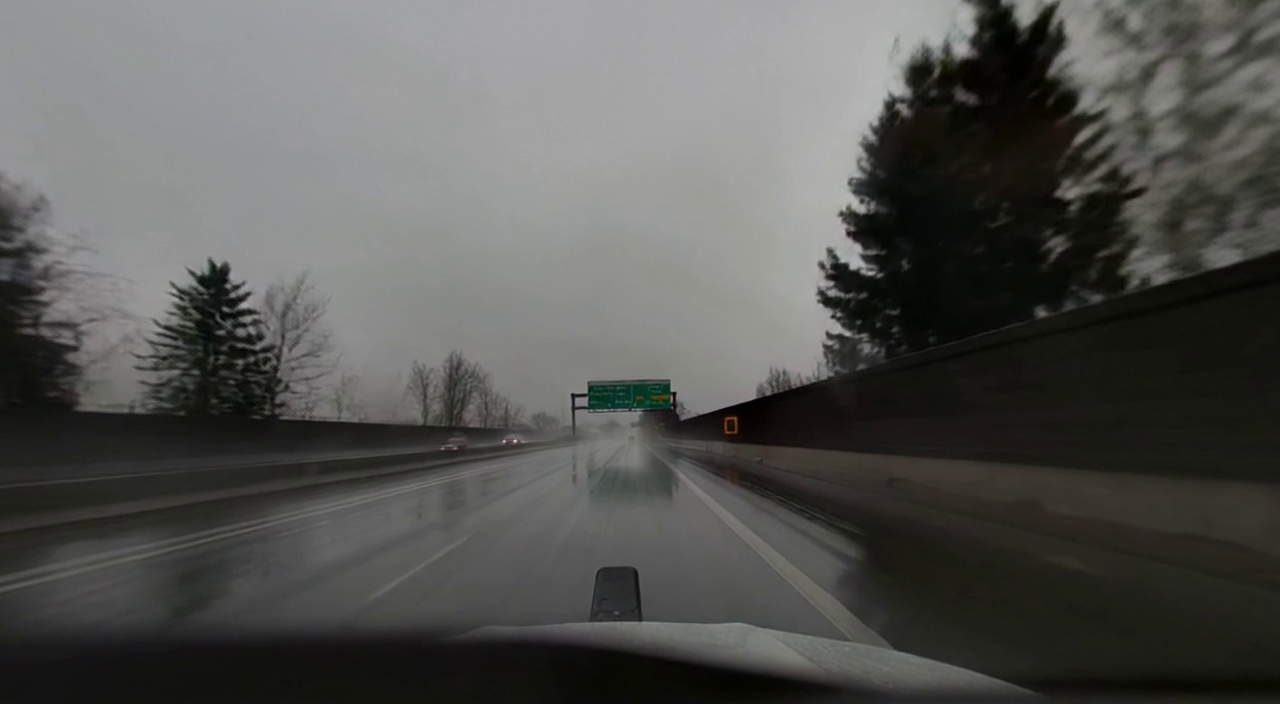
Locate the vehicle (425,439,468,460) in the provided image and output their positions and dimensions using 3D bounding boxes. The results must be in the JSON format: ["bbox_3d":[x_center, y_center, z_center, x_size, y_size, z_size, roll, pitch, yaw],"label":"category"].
[{"bbox_3d":[-14.899,7.510,48.612,1.884,1.540,4.588,0,-8,0],"label":"vehicle"}]
